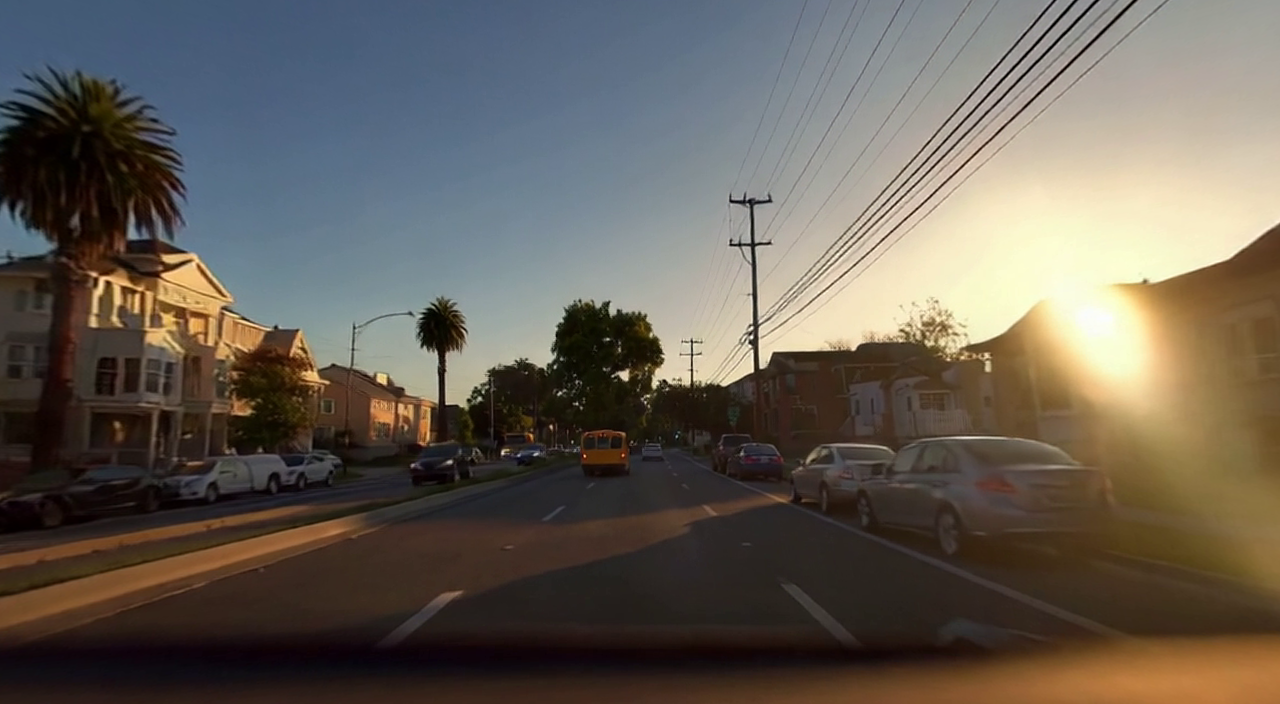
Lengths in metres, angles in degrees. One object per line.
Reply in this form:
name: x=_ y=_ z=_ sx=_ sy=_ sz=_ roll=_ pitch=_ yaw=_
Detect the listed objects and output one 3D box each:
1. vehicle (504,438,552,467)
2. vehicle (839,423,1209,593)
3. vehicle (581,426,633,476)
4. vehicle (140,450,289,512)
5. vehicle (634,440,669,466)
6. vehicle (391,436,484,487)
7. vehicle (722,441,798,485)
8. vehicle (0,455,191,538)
vehicle: x=-8.498 y=7.657 z=48.404 sx=2.653 sy=1.964 sz=5.699 roll=-3 pitch=-8 yaw=0
vehicle: x=4.202 y=1.741 z=7.952 sx=1.946 sy=1.530 sz=4.240 roll=0 pitch=-8 yaw=-1
vehicle: x=-1.476 y=4.455 z=28.593 sx=2.168 sy=2.040 sz=4.527 roll=0 pitch=-8 yaw=-2
vehicle: x=-14.193 y=4.283 z=21.443 sx=2.041 sy=1.643 sz=4.665 roll=-6 pitch=-9 yaw=-3
vehicle: x=0.738 y=6.302 z=39.407 sx=2.063 sy=1.495 sz=3.849 roll=0 pitch=-8 yaw=2
vehicle: x=-7.887 y=4.289 z=25.133 sx=2.096 sy=1.798 sz=4.831 roll=0 pitch=-8 yaw=0
vehicle: x=4.342 y=4.077 z=23.636 sx=1.838 sy=1.458 sz=4.750 roll=0 pitch=-8 yaw=-1
vehicle: x=-13.671 y=3.438 z=15.538 sx=1.979 sy=1.509 sz=4.763 roll=-3 pitch=-7 yaw=-4
